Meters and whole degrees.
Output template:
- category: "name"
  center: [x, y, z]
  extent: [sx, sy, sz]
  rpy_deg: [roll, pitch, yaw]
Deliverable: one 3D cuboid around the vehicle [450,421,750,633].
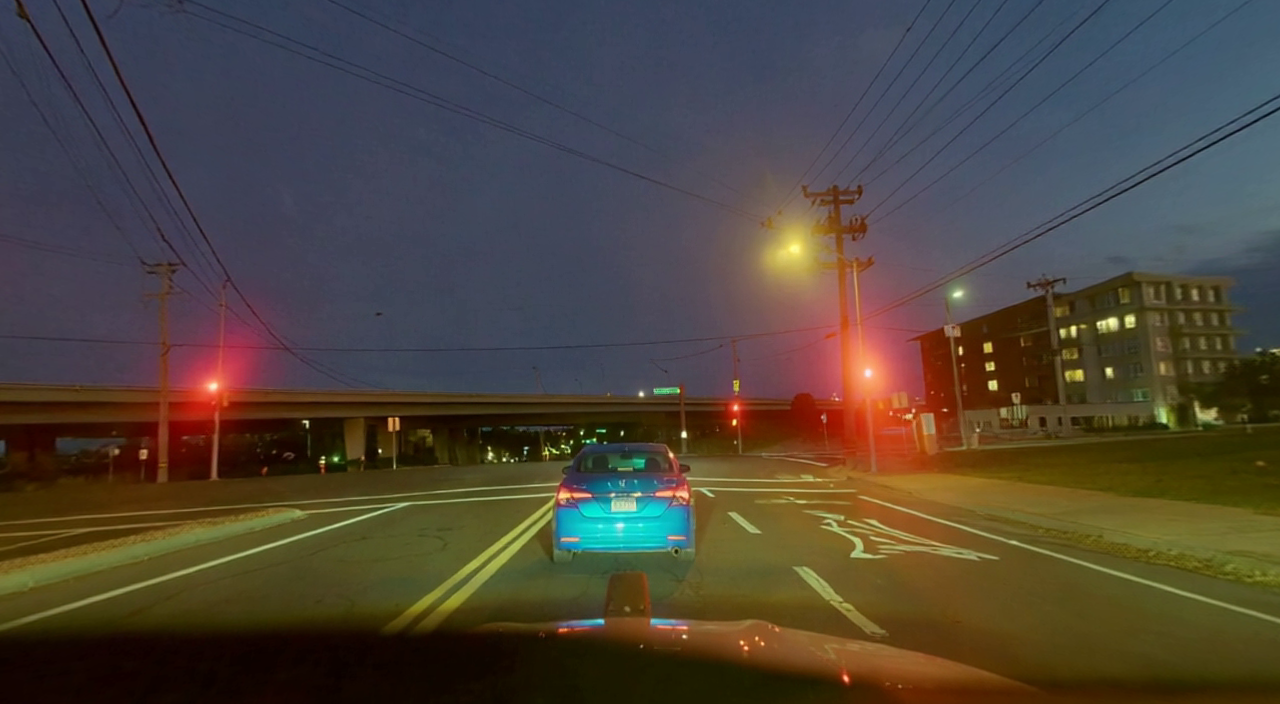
- category: "vehicle"
  center: [-0.242, 1.531, 6.473]
  extent: [2.090, 1.458, 4.033]
  rpy_deg: [-1, -9, 1]
